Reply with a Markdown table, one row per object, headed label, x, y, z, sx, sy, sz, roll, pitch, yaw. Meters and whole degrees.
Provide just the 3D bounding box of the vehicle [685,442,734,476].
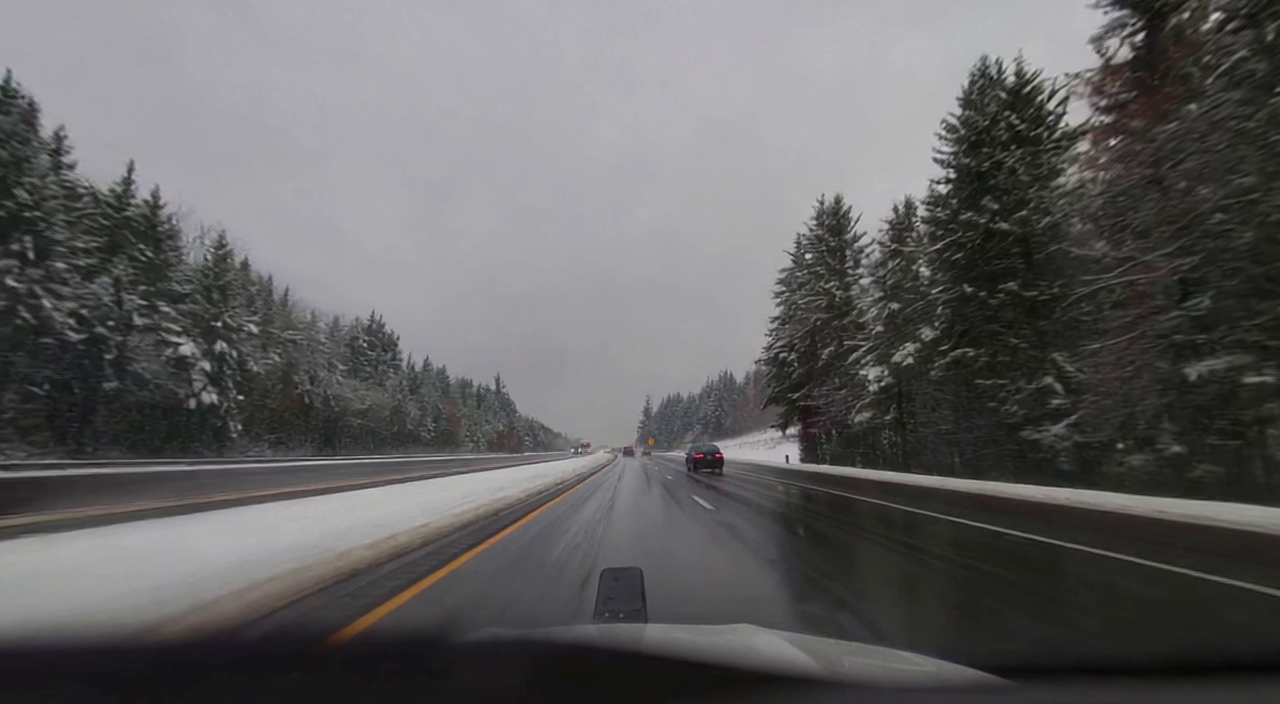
| label | x | y | z | sx | sy | sz | roll | pitch | yaw |
| --- | --- | --- | --- | --- | --- | --- | --- | --- | --- |
| vehicle | 3.550 | 5.578 | 33.047 | 1.933 | 1.663 | 4.440 | 0 | -9 | -2 |
